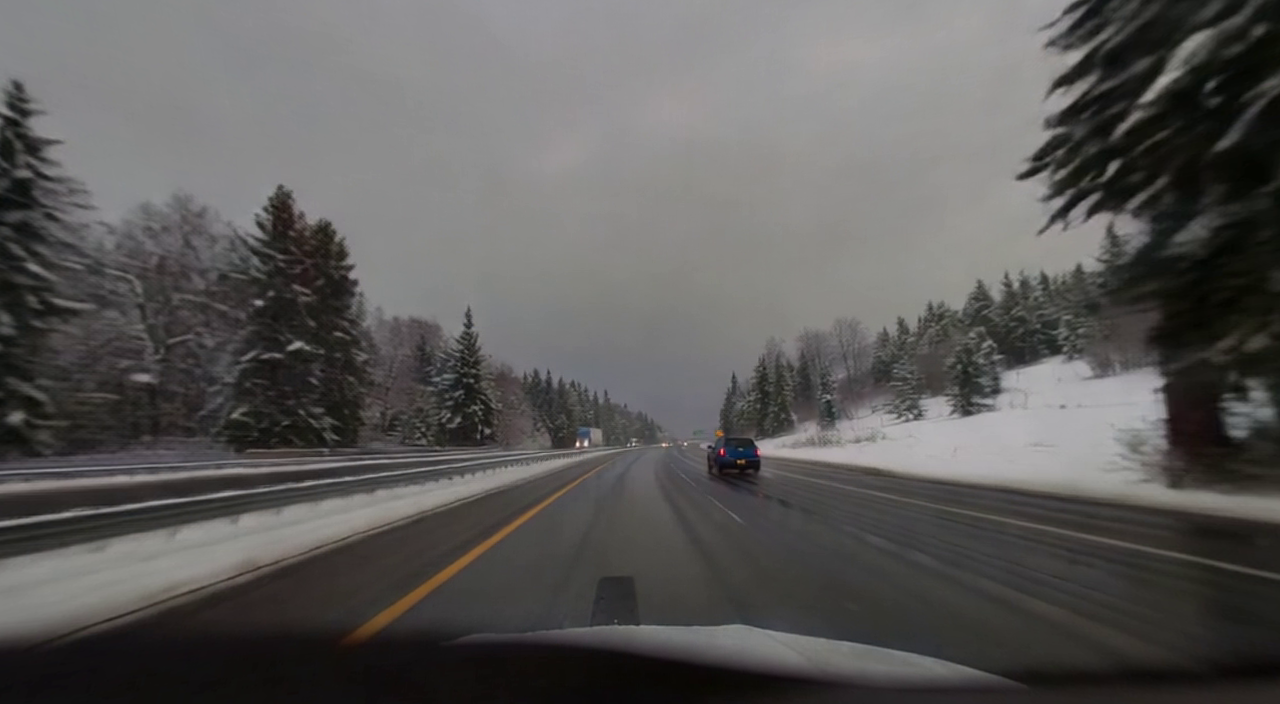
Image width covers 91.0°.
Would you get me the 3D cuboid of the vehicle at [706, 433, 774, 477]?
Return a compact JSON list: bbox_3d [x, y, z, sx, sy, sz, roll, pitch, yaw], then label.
[{"bbox_3d":[4.025,4.238,26.104,2.022,1.663,4.245,0,-8,-1],"label":"vehicle"}]
